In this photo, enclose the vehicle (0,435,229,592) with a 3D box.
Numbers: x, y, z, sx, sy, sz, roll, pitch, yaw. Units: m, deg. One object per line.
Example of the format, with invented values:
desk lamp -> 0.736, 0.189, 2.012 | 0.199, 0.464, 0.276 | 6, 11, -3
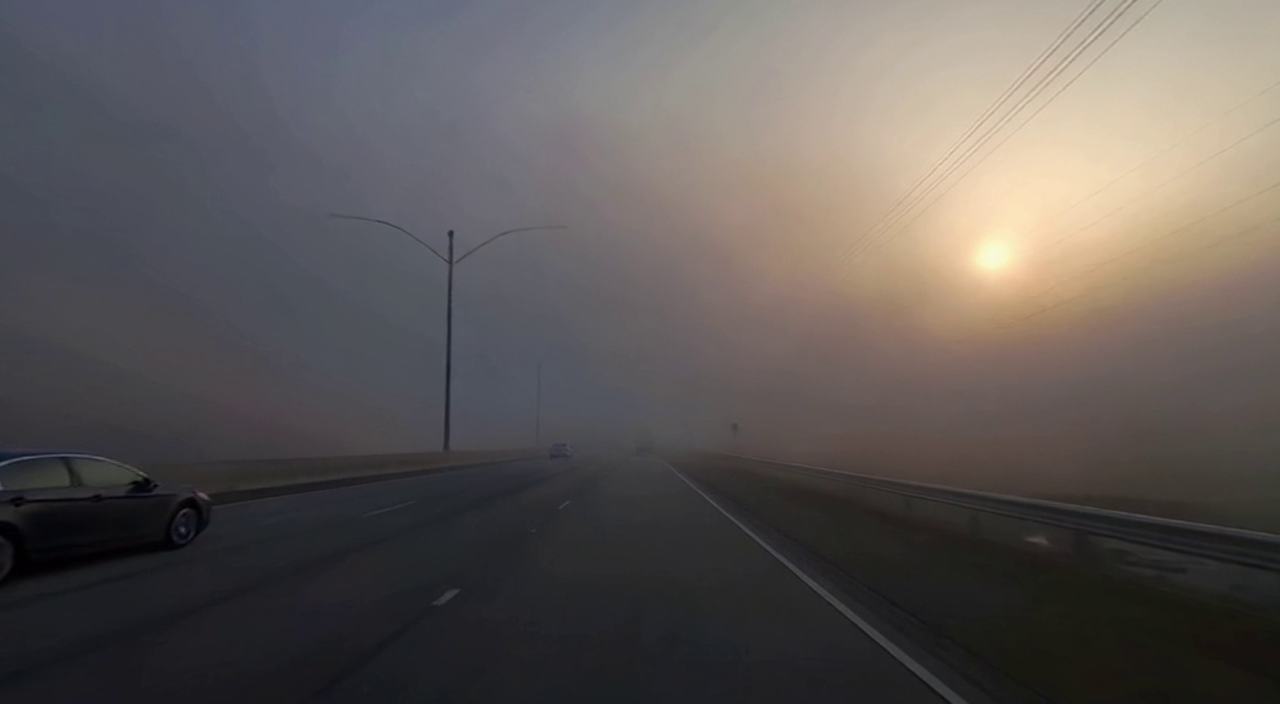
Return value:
vehicle -> -7.139, 1.684, 6.931 | 1.971, 1.490, 4.790 | 0, -8, 0
